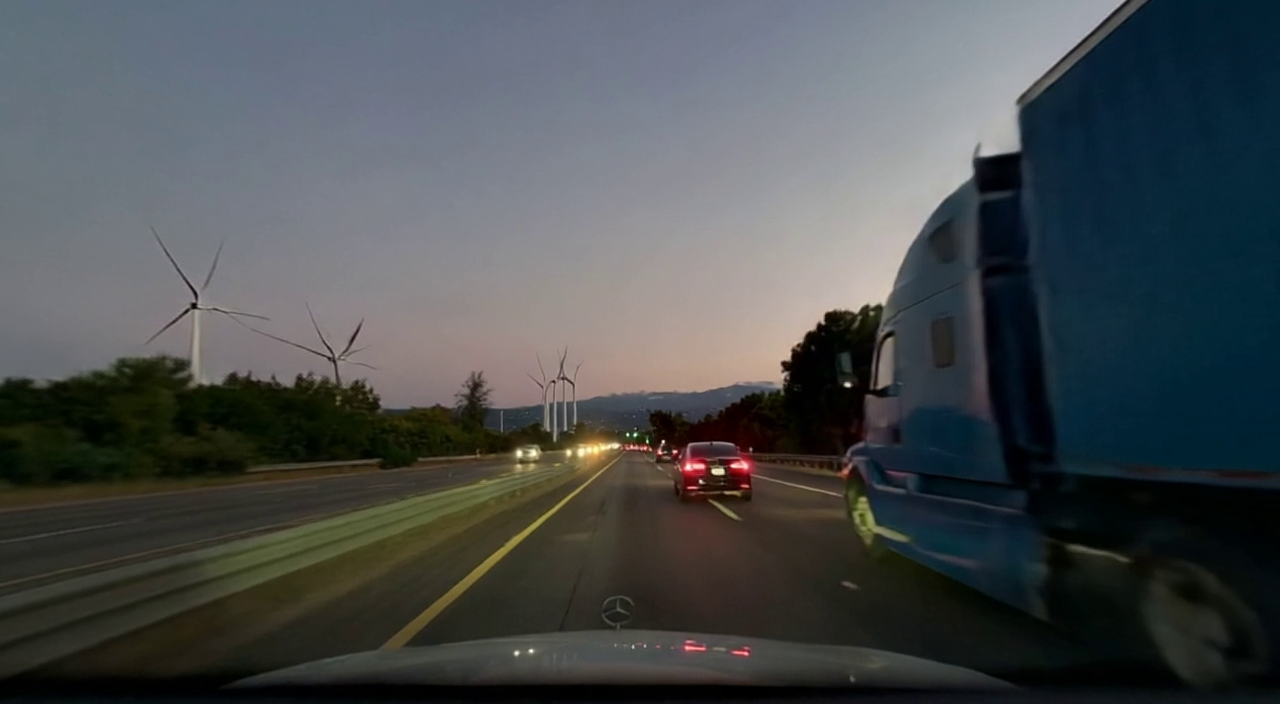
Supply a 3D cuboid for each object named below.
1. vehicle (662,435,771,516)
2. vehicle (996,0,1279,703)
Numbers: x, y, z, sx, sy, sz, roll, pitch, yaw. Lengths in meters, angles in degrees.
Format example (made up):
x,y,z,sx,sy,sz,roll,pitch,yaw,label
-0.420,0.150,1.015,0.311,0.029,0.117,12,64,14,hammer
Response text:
x,y,z,sx,sy,sz,roll,pitch,yaw,label
1.633,2.828,15.017,2.038,1.624,4.312,0,-8,0,vehicle
4.690,-0.325,2.407,3.157,3.956,5.545,0,-8,-1,vehicle
